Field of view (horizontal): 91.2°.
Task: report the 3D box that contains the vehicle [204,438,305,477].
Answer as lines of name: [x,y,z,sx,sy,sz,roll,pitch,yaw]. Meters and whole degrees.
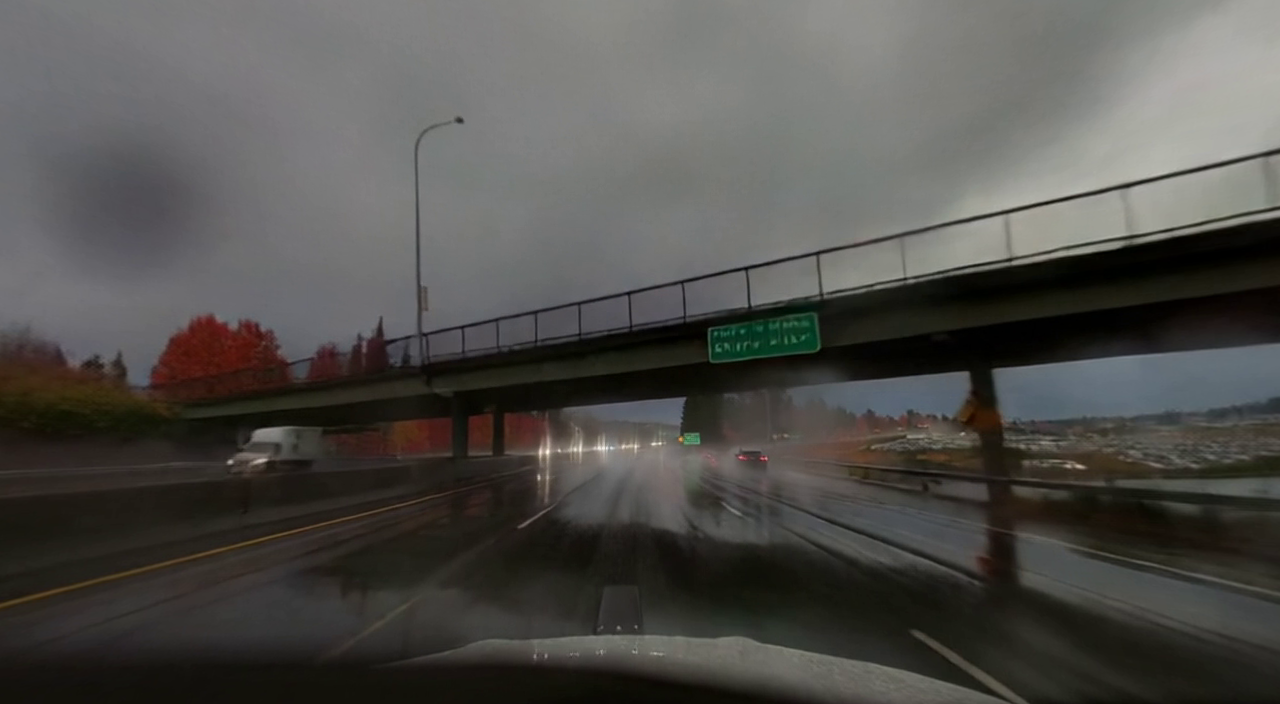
vehicle: [-21.905,6.004,35.931,2.136,2.060,5.390,-1,-9,3]
